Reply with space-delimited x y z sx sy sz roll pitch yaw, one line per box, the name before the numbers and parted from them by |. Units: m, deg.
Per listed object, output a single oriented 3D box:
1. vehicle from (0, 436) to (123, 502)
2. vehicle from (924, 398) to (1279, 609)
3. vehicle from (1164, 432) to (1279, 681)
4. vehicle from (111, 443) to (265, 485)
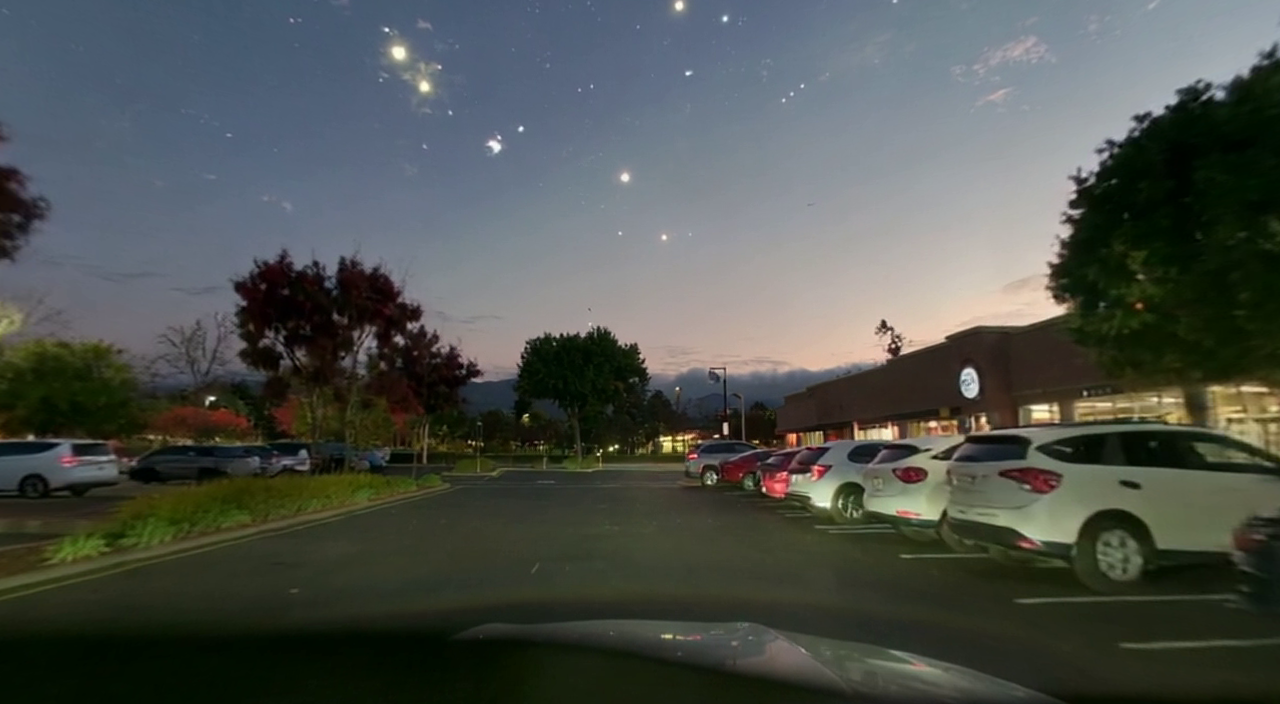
vehicle | -15.697 2.880 15.713 4.197 1.526 1.977 7 -11 -40
vehicle | 5.963 1.551 7.074 4.409 1.892 2.298 0 -8 -4
vehicle | 6.017 1.210 3.694 4.298 1.476 1.921 1 -8 -5
vehicle | -17.609 4.333 24.807 4.651 1.494 1.914 6 -11 -37
